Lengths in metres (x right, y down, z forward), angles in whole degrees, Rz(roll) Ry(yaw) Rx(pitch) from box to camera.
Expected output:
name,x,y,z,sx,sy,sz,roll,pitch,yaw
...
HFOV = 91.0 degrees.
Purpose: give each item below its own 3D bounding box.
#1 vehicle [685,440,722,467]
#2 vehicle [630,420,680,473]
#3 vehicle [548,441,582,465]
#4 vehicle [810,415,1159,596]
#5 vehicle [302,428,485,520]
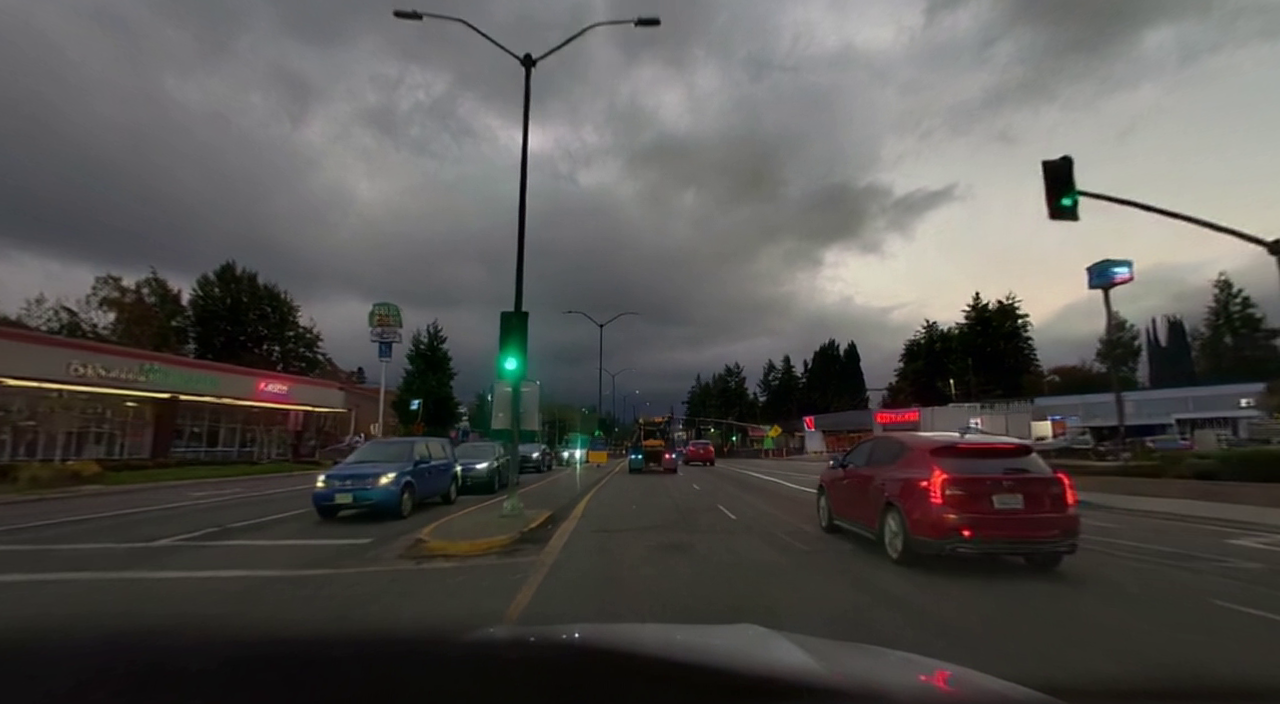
name,x,y,z,sx,sy,sz,roll,pitch,yaw
vehicle,4.239,6.840,42.592,2.025,1.754,4.311,0,-8,-1
vehicle,0.787,5.283,35.520,2.566,2.705,6.350,0,-8,0
vehicle,-5.100,6.898,43.157,1.922,1.506,4.302,0,-8,-1
vehicle,3.665,1.683,7.743,2.025,1.618,3.949,0,-8,0
vehicle,-4.635,2.352,12.687,2.001,1.518,4.316,0,-8,-1
